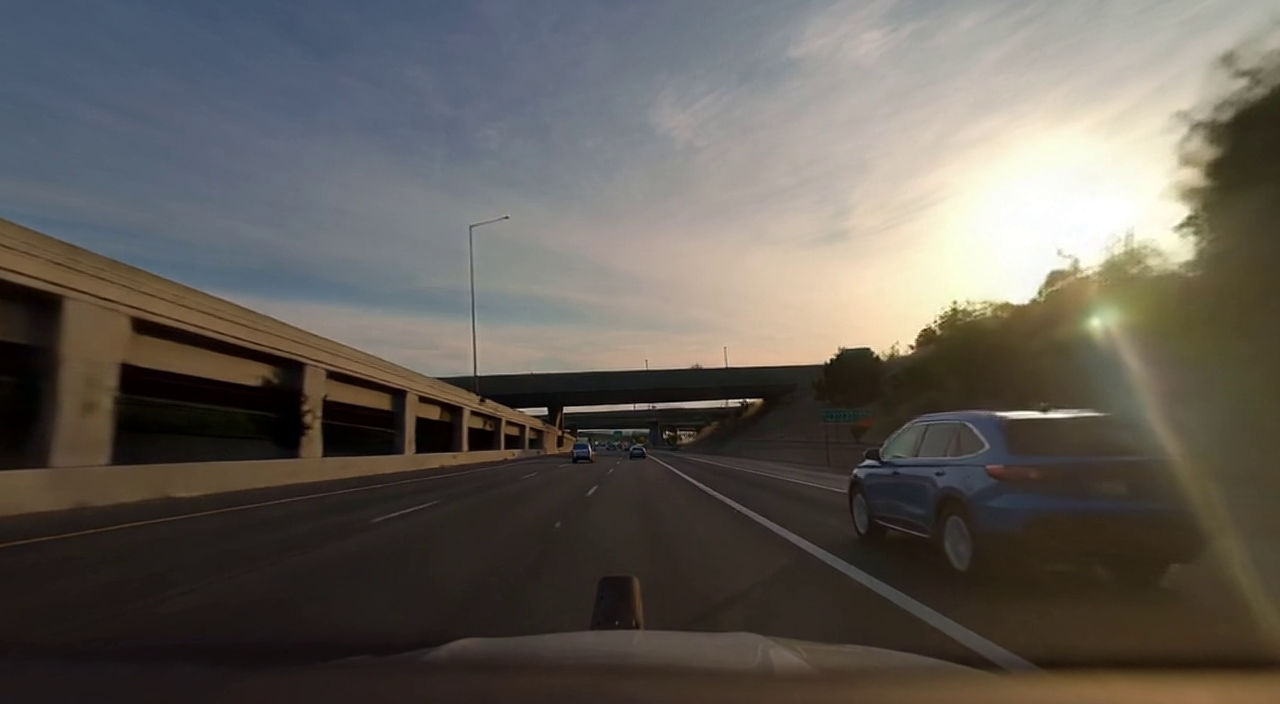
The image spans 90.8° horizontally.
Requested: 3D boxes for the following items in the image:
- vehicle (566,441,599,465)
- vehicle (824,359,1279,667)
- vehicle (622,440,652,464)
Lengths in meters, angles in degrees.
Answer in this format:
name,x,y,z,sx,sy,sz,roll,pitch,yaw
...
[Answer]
name,x,y,z,sx,sy,sz,roll,pitch,yaw
vehicle,-4.097,7.254,45.620,2.000,1.646,4.201,0,-8,-1
vehicle,3.736,1.306,6.261,2.288,1.841,4.779,0,-8,-1
vehicle,-0.246,7.399,46.802,2.132,1.657,3.967,0,-8,-1
